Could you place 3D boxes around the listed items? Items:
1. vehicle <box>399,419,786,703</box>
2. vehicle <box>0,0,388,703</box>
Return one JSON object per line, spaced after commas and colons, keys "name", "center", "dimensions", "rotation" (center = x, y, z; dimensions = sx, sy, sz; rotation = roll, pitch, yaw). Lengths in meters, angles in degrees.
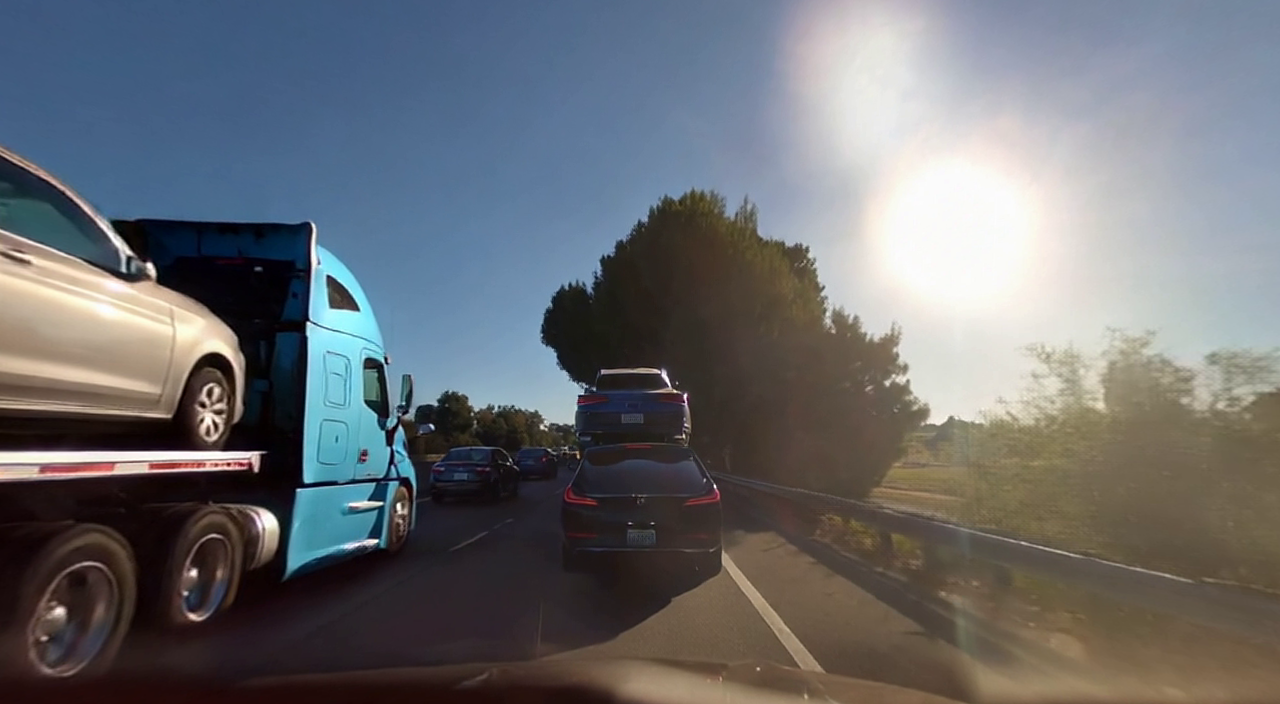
{"name": "vehicle", "center": [-0.273, 1.378, 5.027], "dimensions": [1.991, 1.507, 3.391], "rotation": [0, -9, -1]}
{"name": "vehicle", "center": [-4.526, -0.464, 0.625], "dimensions": [2.836, 4.059, 14.286], "rotation": [0, -9, -1]}
